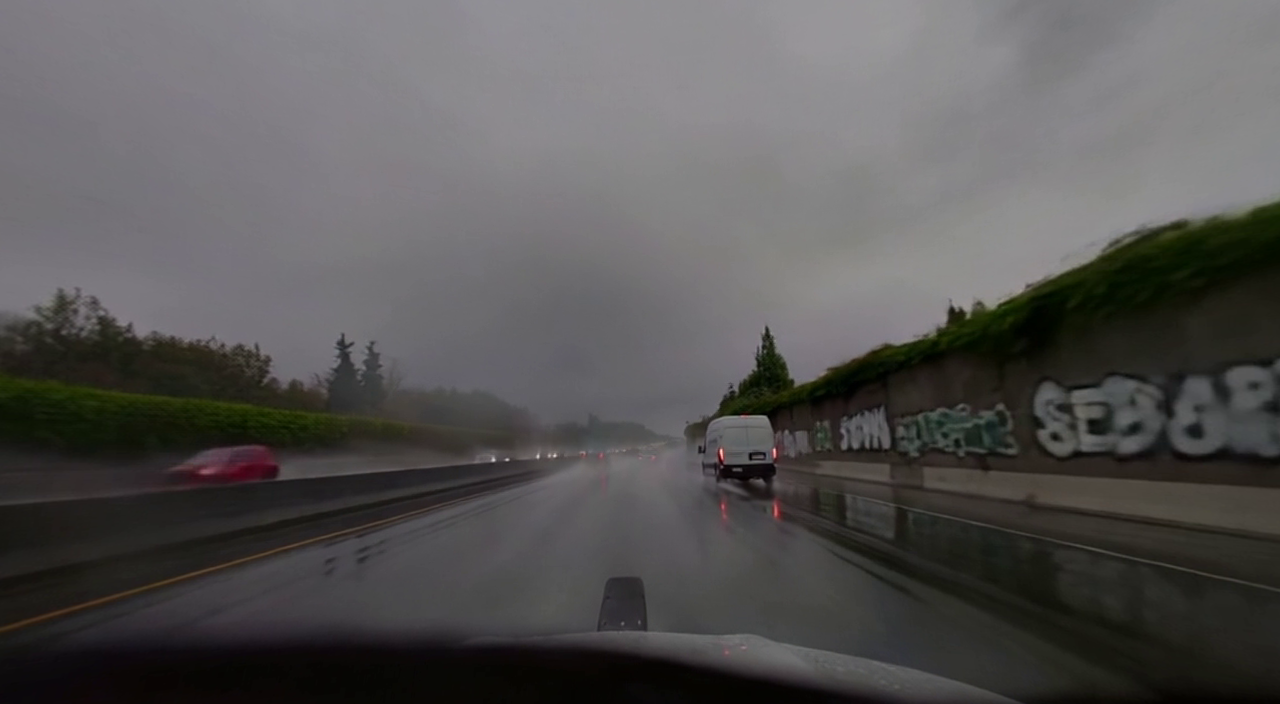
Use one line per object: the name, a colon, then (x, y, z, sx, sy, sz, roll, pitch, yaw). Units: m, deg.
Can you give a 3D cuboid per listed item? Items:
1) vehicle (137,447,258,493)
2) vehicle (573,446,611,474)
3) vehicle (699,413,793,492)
vehicle: (-18.926, 5.022, 27.258, 1.973, 1.798, 4.338, 0, -9, 1)
vehicle: (-2.927, 6.693, 39.260, 1.964, 1.618, 4.489, 0, -9, 1)
vehicle: (3.785, 3.759, 23.751, 2.469, 2.591, 5.653, 0, -9, -1)
